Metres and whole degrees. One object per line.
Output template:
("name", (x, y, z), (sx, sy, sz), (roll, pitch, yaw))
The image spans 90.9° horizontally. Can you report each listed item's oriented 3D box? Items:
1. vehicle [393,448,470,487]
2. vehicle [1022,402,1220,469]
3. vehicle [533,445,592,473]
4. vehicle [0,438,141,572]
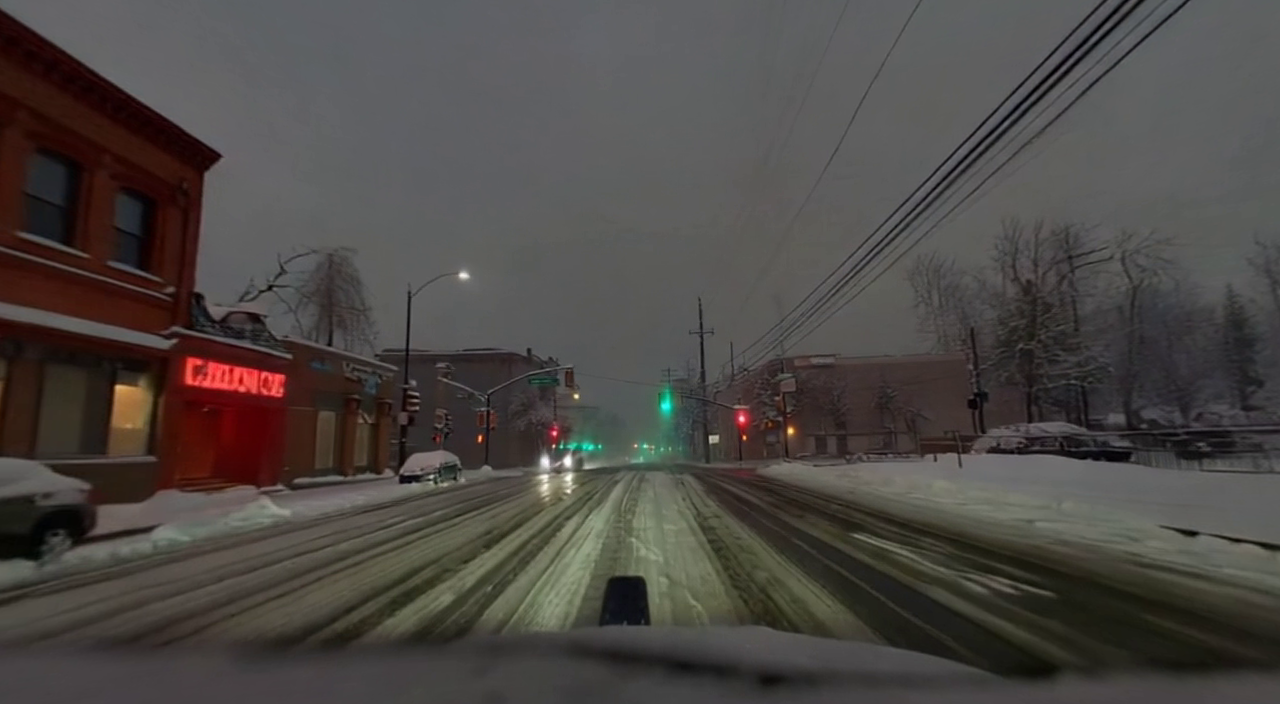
("vehicle", (-9.049, 5.024, 27.749), (1.908, 1.529, 4.522), (0, -8, -1))
("vehicle", (15.216, 2.755, 20.505), (2.180, 1.848, 5.417), (-1, -8, 1))
("vehicle", (-4.368, 6.103, 36.171), (1.984, 1.489, 4.515), (-2, -9, 12))
("vehicle", (-8.842, 1.838, 7.455), (1.961, 1.627, 4.634), (0, -8, 2))
